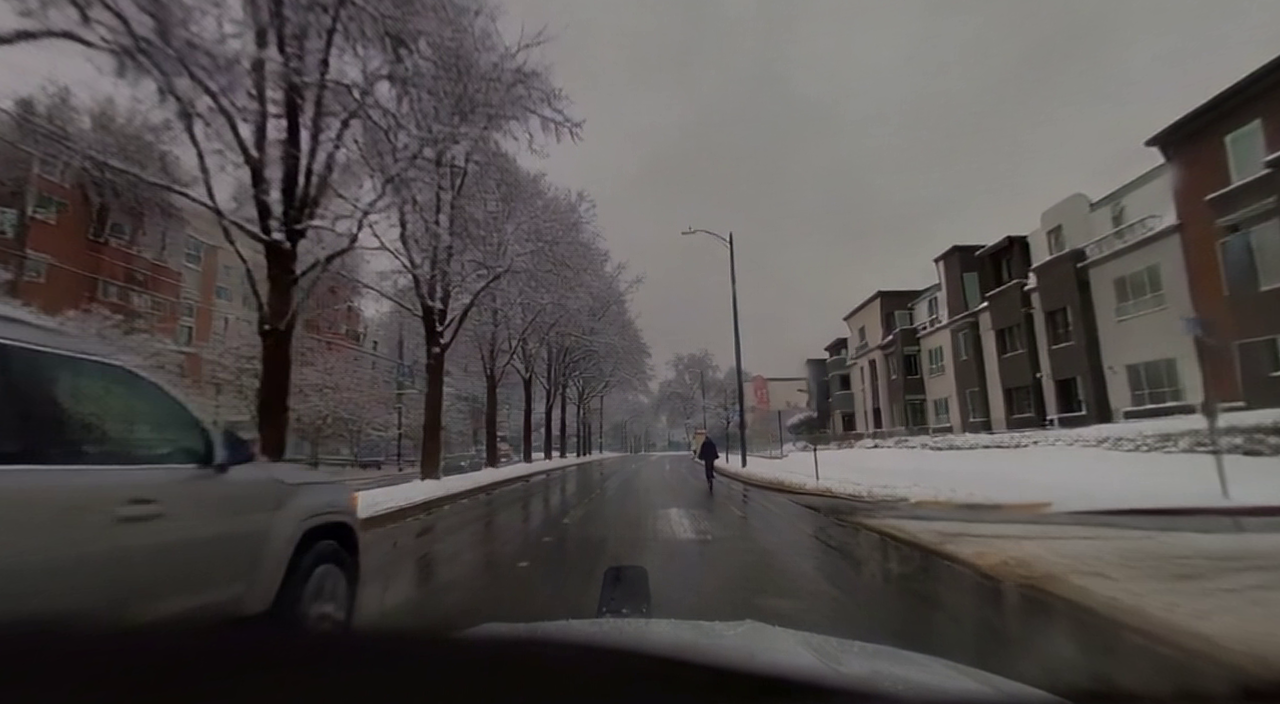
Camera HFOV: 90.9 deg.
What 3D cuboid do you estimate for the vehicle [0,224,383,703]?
[{"bbox_3d":[-2.848,0.564,1.404,2.294,1.859,5.127,0,-9,1],"label":"vehicle"}]
